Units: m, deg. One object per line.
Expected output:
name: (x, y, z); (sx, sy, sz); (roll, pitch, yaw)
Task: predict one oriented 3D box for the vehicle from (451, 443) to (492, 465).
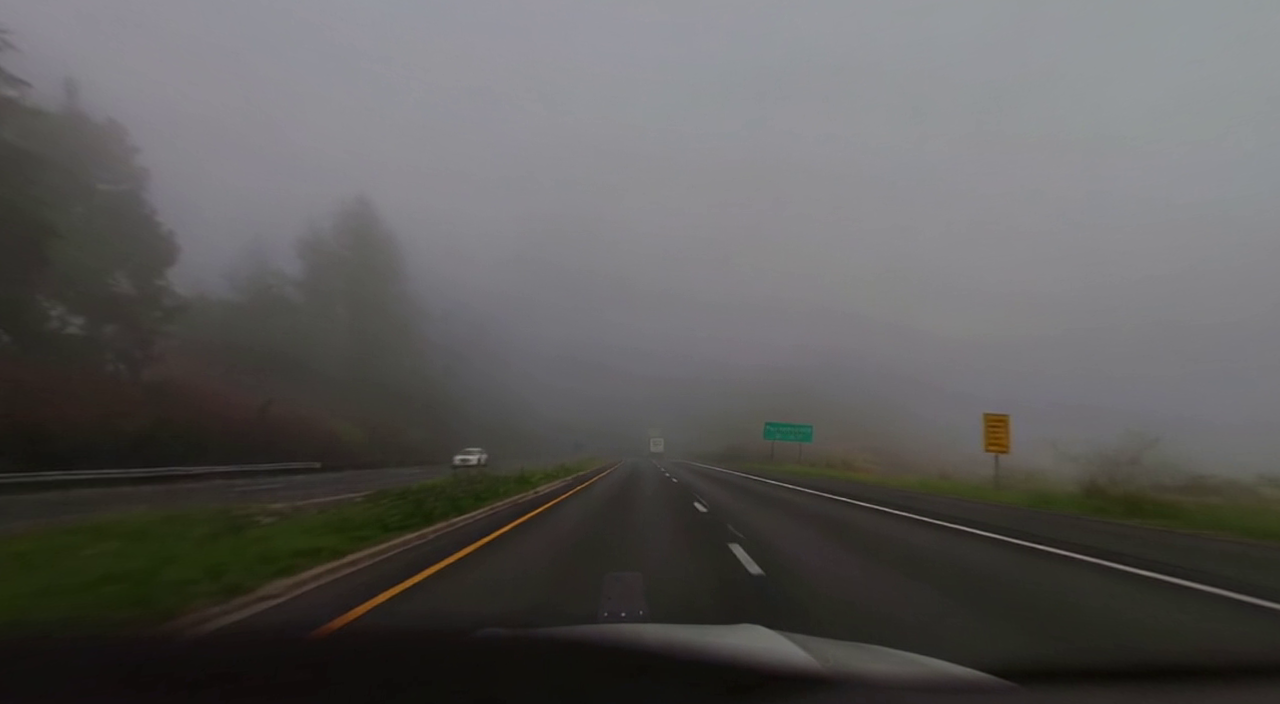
vehicle: (-12.908, 7.866, 48.620); (1.966, 1.628, 4.185); (0, -9, 0)
